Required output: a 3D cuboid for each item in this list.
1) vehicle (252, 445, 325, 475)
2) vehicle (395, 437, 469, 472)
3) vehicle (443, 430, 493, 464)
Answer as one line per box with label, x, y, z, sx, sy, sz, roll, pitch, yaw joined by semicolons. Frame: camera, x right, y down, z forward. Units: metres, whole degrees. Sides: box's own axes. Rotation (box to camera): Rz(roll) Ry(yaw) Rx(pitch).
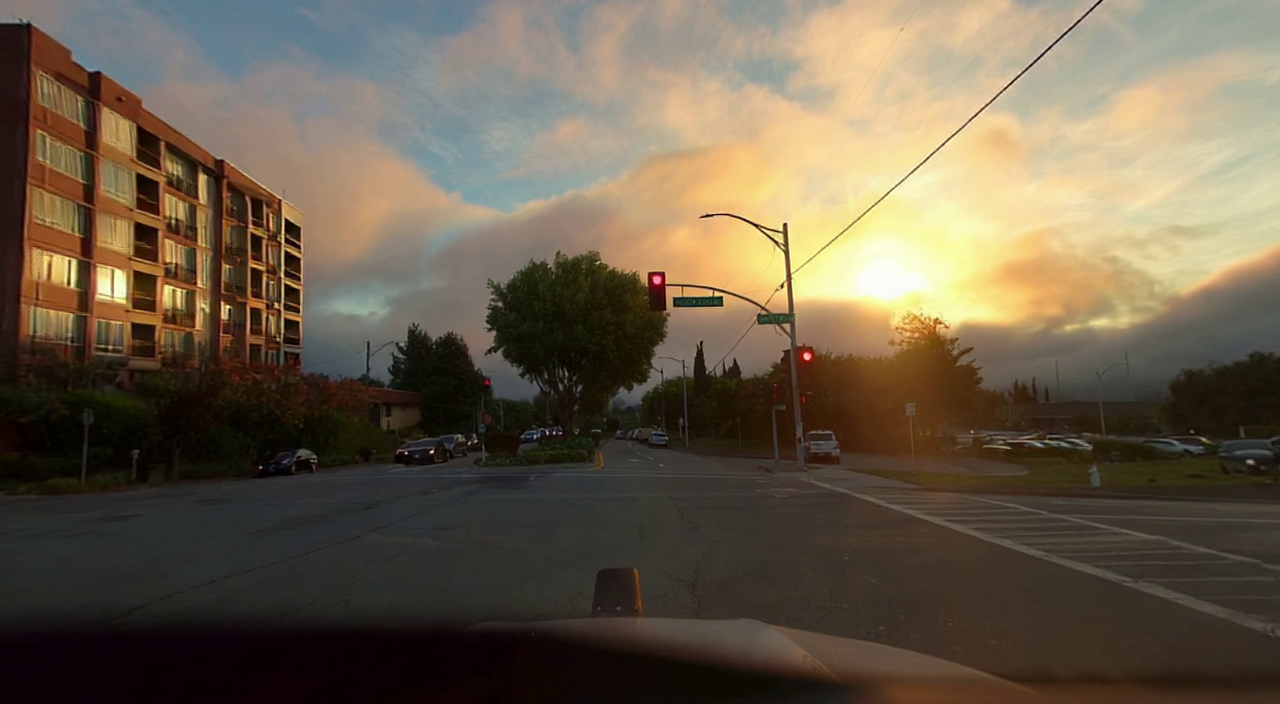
vehicle;-21.079;6.468;38.095;1.981;1.628;4.336;0;-9;-1
vehicle;-9.673;4.800;29.788;2.116;1.521;4.294;0;-9;-1
vehicle;-9.783;5.453;36.177;1.910;1.818;4.057;0;-9;-3
